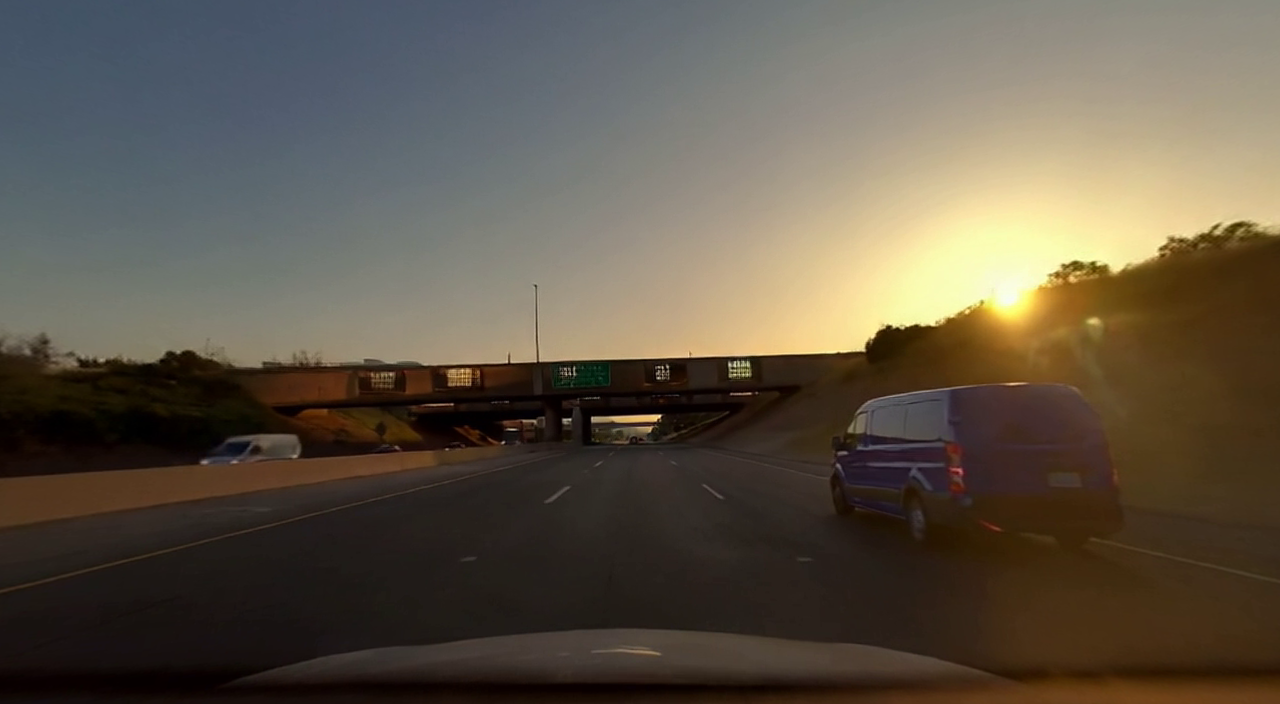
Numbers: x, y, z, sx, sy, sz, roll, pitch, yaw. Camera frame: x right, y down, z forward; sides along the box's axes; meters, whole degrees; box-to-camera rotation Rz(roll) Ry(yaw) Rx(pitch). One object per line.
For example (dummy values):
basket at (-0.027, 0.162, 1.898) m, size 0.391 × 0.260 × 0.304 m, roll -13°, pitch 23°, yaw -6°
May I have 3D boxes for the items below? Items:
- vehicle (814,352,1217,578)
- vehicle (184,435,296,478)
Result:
vehicle at (4.007, 1.317, 8.011) m, size 2.161 × 2.002 × 4.631 m, roll 0°, pitch -8°, yaw -1°
vehicle at (-21.438, 5.579, 34.095) m, size 2.355 × 2.100 × 5.568 m, roll -1°, pitch -8°, yaw 0°
